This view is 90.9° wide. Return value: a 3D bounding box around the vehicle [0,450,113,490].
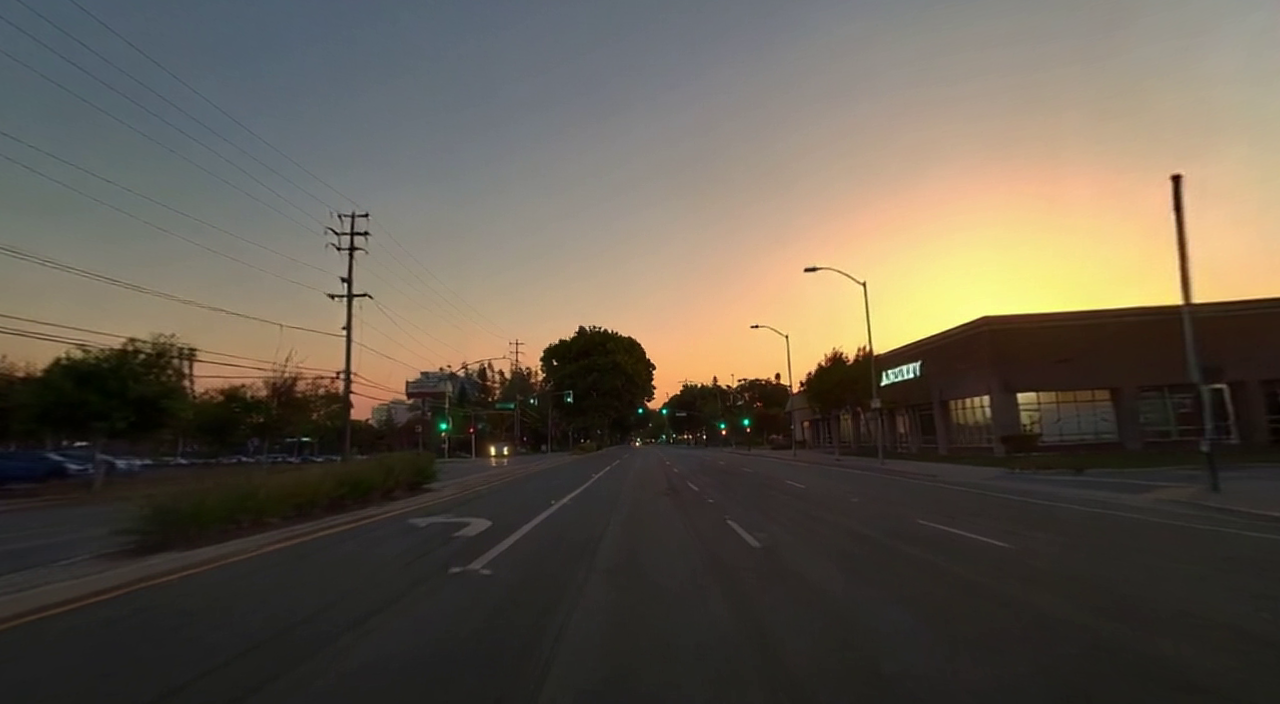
[{"bbox_3d":[-30.868,5.799,31.199,7.039,1.891,2.550,0,-9,-2],"label":"vehicle"}]
